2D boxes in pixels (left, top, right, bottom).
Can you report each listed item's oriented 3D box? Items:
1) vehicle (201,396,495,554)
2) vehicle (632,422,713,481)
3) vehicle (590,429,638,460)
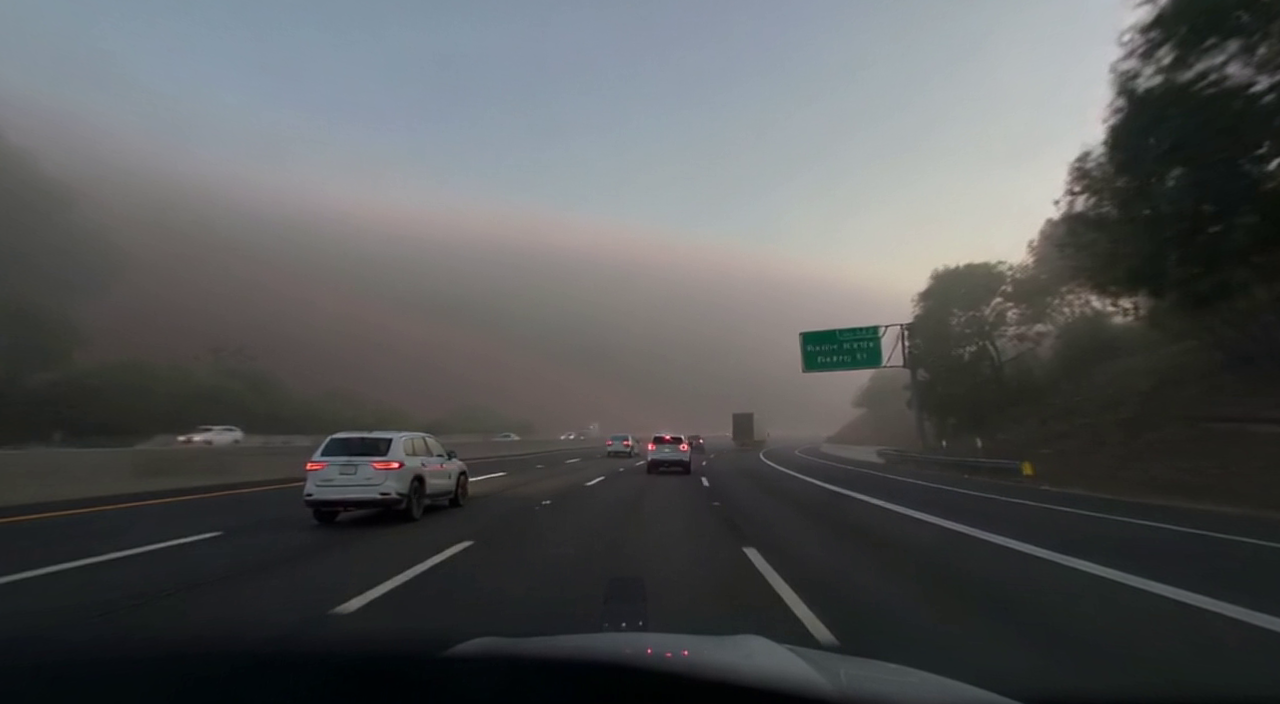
[{"bbox_3d":[-3.714,1.667,9.165,2.077,1.712,4.406,0,-8,1],"label":"vehicle"},{"bbox_3d":[1.144,3.412,21.771,2.484,1.820,4.497,-1,-8,4],"label":"vehicle"},{"bbox_3d":[-1.458,5.532,37.619,2.194,1.702,4.305,-1,-8,7],"label":"vehicle"}]
